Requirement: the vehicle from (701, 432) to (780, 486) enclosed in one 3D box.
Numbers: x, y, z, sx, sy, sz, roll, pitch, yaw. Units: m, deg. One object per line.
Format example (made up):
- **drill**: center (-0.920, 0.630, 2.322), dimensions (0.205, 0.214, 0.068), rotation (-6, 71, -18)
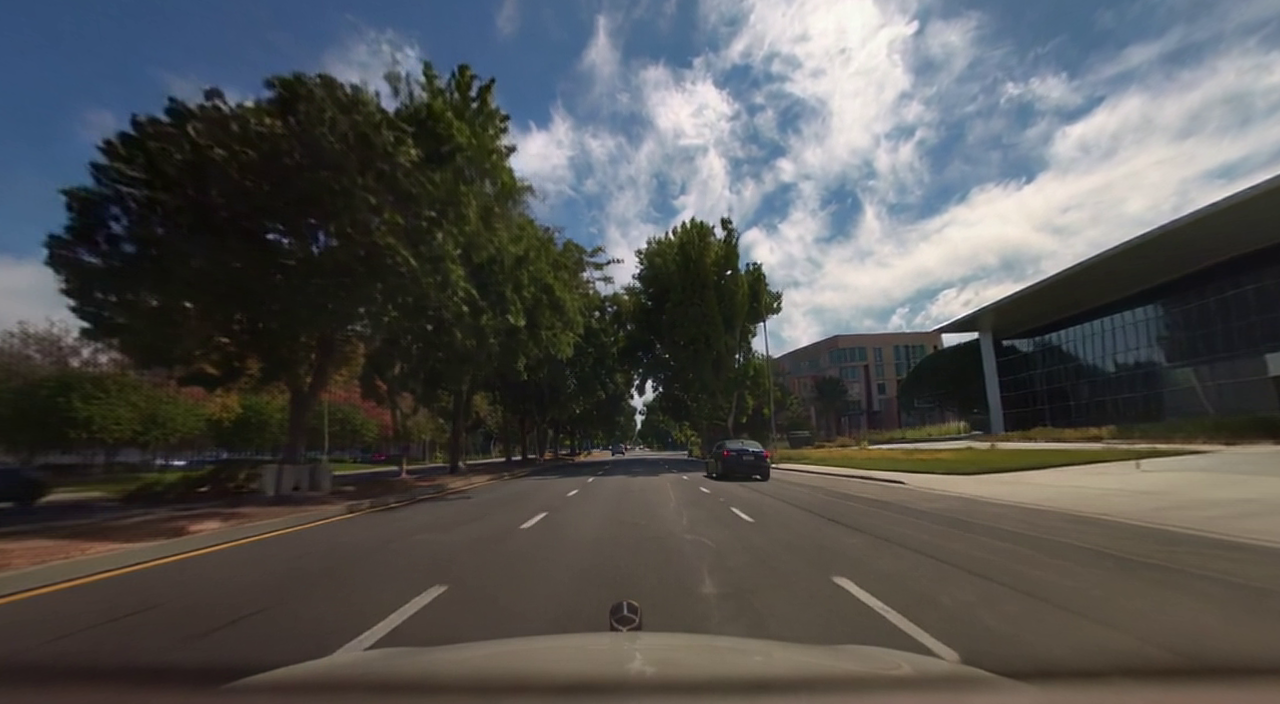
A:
- **vehicle**: center (3.485, 3.818, 22.840), dimensions (2.083, 1.743, 4.354), rotation (0, -8, -1)
